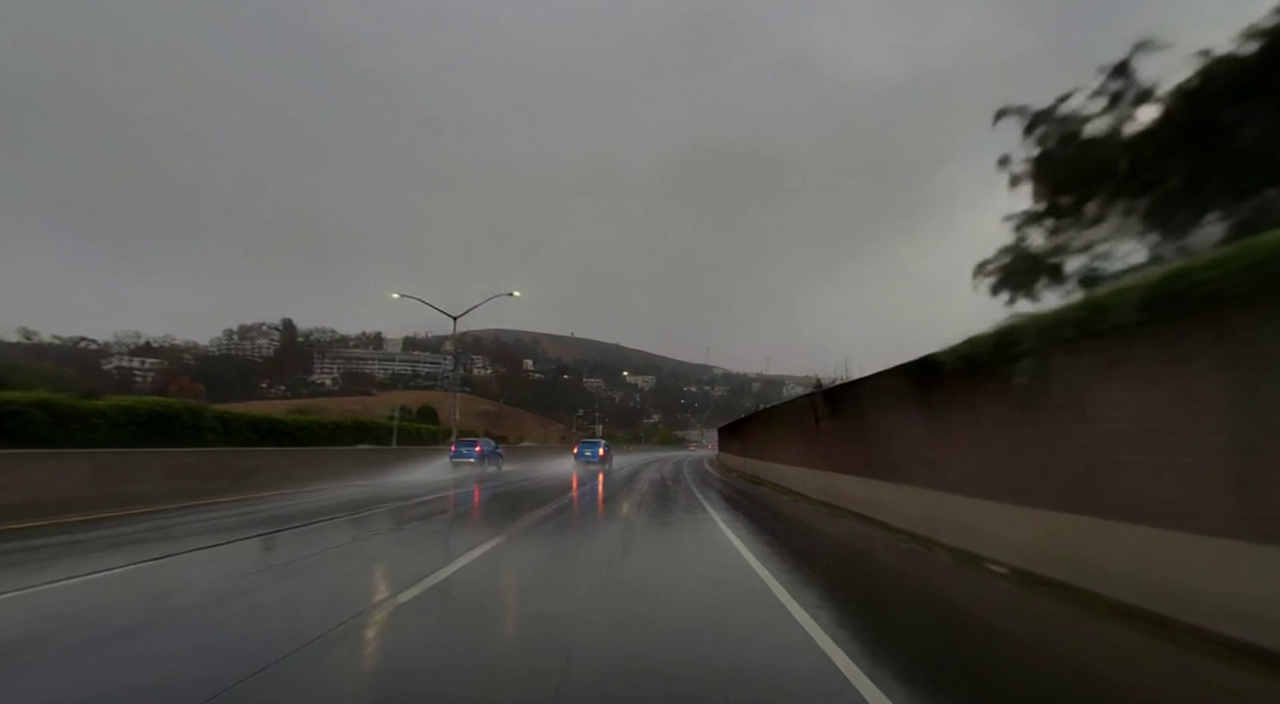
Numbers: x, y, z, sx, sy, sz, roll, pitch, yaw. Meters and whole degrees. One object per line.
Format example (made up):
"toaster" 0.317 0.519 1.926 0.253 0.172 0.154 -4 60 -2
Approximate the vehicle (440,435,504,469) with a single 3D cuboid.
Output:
"vehicle" -9.443 5.640 35.837 2.039 1.746 4.528 -1 -8 5

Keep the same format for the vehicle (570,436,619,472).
"vehicle" -2.369 5.438 33.733 2.028 1.782 4.150 -1 -8 4

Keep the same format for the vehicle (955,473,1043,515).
"vehicle" 25.176 9.929 44.581 2.775 2.408 6.139 0 -8 2
